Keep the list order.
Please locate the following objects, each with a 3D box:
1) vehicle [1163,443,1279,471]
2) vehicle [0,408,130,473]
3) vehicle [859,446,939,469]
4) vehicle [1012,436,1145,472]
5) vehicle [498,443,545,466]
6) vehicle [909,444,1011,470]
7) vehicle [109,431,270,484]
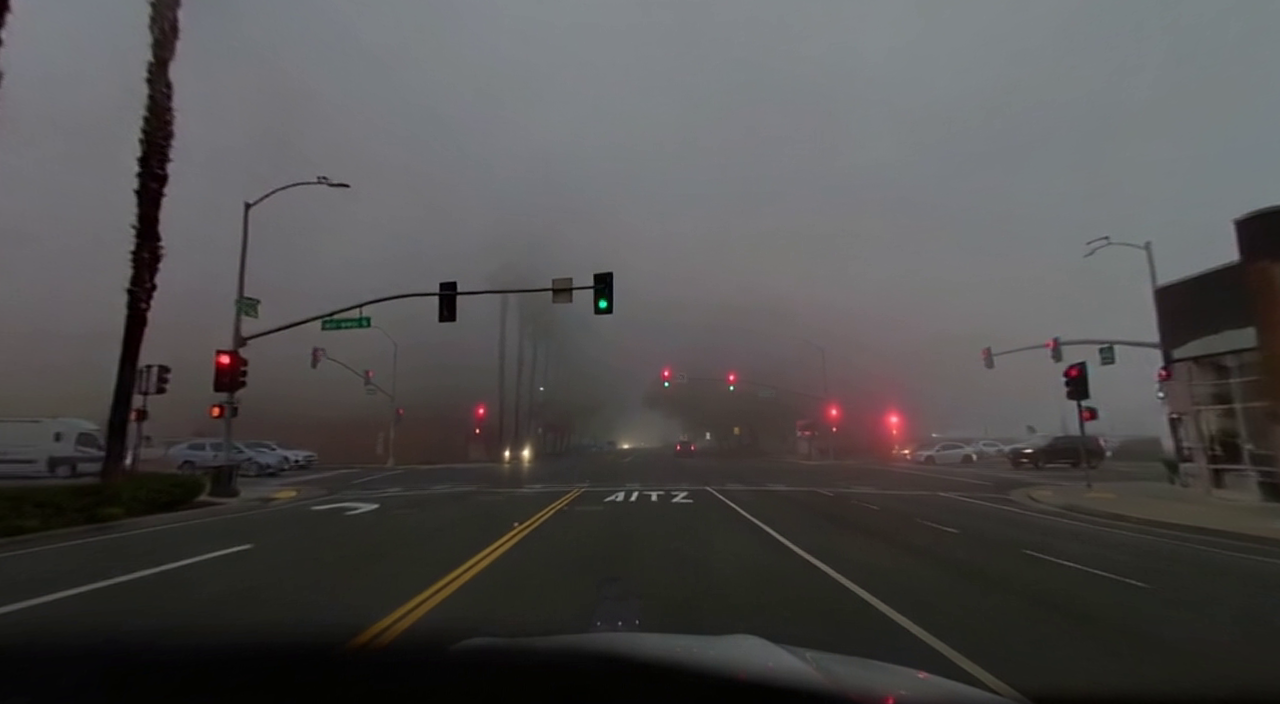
[{"bbox_3d":[31.421,5.636,33.853,4.701,1.463,1.989,0,-9,0],"label":"vehicle"},{"bbox_3d":[-35.503,4.804,34.201,12.726,3.308,3.114,0,-7,0],"label":"vehicle"},{"bbox_3d":[17.080,6.943,41.599,4.451,1.494,1.857,0,-9,3],"label":"vehicle"},{"bbox_3d":[23.341,5.449,33.672,5.509,1.873,2.123,0,-9,-2],"label":"vehicle"},{"bbox_3d":[-9.212,8.050,49.487,2.045,1.699,4.563,-2,-9,11],"label":"vehicle"},{"bbox_3d":[18.867,6.205,37.278,4.977,1.508,1.948,0,-9,0],"label":"vehicle"},{"bbox_3d":[-18.716,4.386,26.349,4.901,2.064,2.296,0,-9,0],"label":"vehicle"}]
